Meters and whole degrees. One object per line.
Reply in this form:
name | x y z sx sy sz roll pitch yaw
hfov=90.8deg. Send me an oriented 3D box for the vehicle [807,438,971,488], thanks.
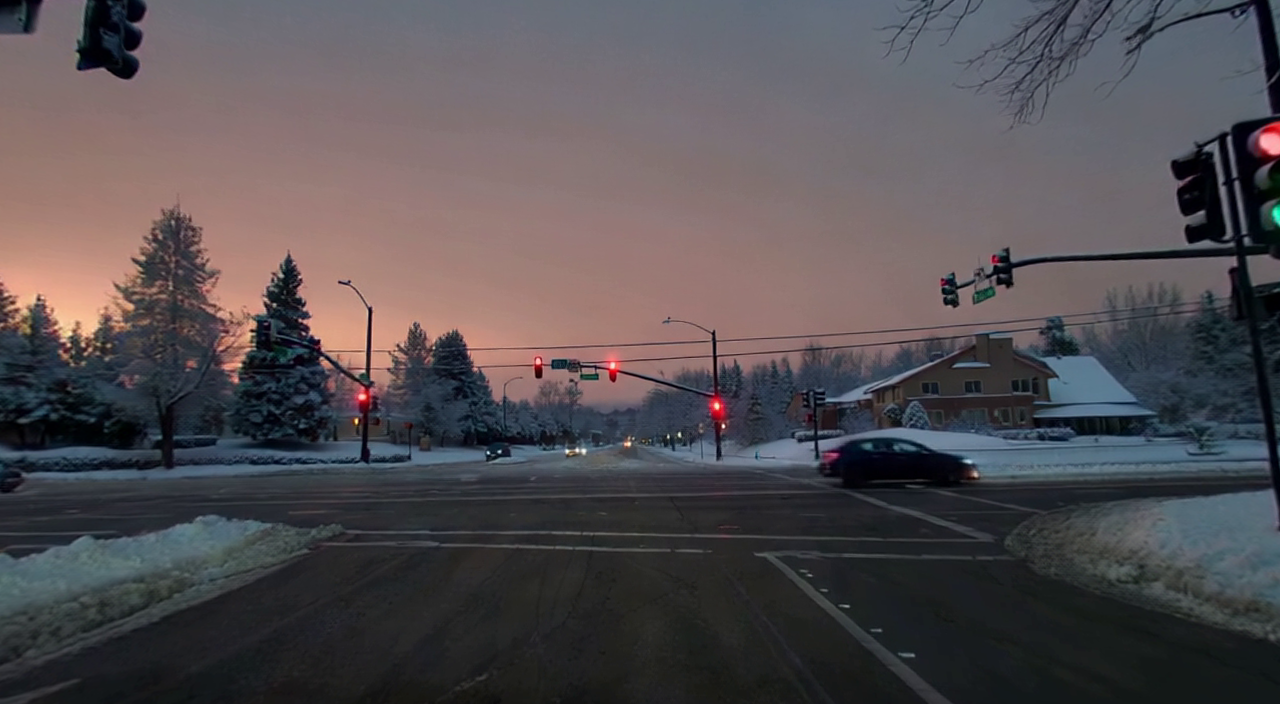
vehicle | 8.251 3.724 21.337 4.734 1.585 1.940 -1 -8 5
